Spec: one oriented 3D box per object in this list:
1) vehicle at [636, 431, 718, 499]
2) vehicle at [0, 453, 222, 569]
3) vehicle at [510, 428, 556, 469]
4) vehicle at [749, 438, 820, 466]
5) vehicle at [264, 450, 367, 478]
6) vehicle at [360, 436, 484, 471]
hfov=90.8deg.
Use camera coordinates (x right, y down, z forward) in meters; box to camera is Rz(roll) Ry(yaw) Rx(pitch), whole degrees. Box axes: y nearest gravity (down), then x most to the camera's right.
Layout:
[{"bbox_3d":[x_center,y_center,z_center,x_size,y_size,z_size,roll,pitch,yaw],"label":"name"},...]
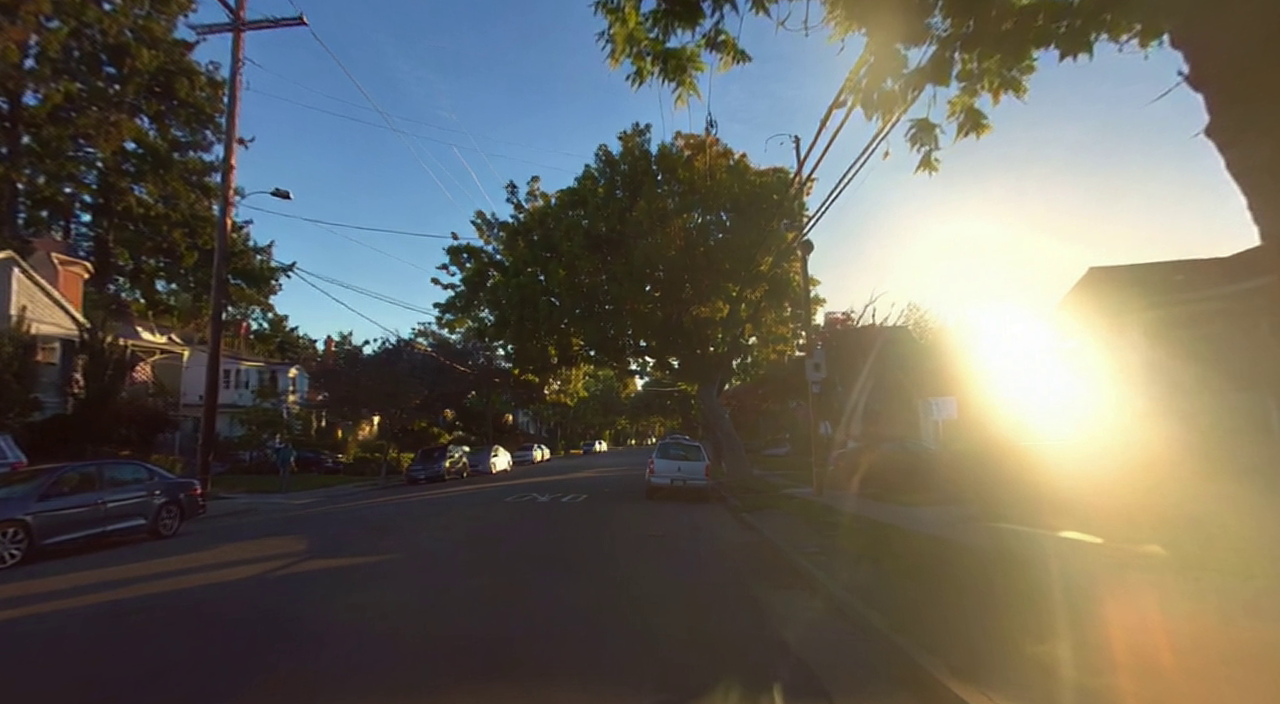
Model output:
[{"bbox_3d":[0.971,2.898,16.521,1.908,1.572,3.105,-1,-8,4],"label":"vehicle"},{"bbox_3d":[-9.158,2.330,9.877,1.968,1.449,4.502,-1,-8,3],"label":"vehicle"},{"bbox_3d":[-8.043,7.304,48.013,2.199,2.902,5.848,0,-8,3],"label":"vehicle"},{"bbox_3d":[9.025,6.268,39.690,4.075,1.674,1.811,0,-8,3],"label":"vehicle"},{"bbox_3d":[-17.201,5.963,33.651,4.481,1.420,1.712,0,-9,-2],"label":"vehicle"},{"bbox_3d":[-12.857,6.052,37.656,6.488,2.009,2.354,0,-9,2],"label":"vehicle"}]
